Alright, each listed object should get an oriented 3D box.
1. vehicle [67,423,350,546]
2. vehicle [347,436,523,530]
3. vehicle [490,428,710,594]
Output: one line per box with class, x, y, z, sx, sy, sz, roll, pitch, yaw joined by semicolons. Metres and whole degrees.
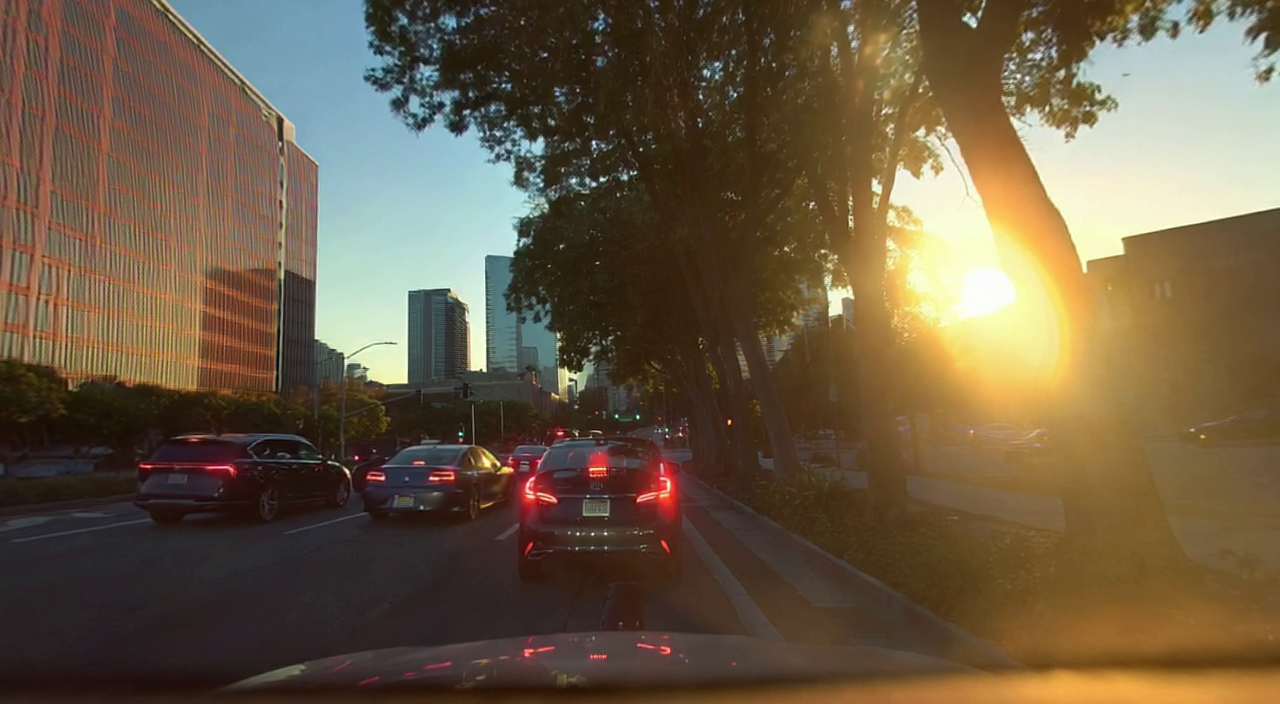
vehicle;-7.348;2.272;11.487;2.068;1.784;4.224;0;-9;1
vehicle;-3.783;2.485;12.682;1.913;1.521;4.539;0;-9;1
vehicle;-0.387;1.798;7.999;2.066;1.544;3.954;0;-9;0
